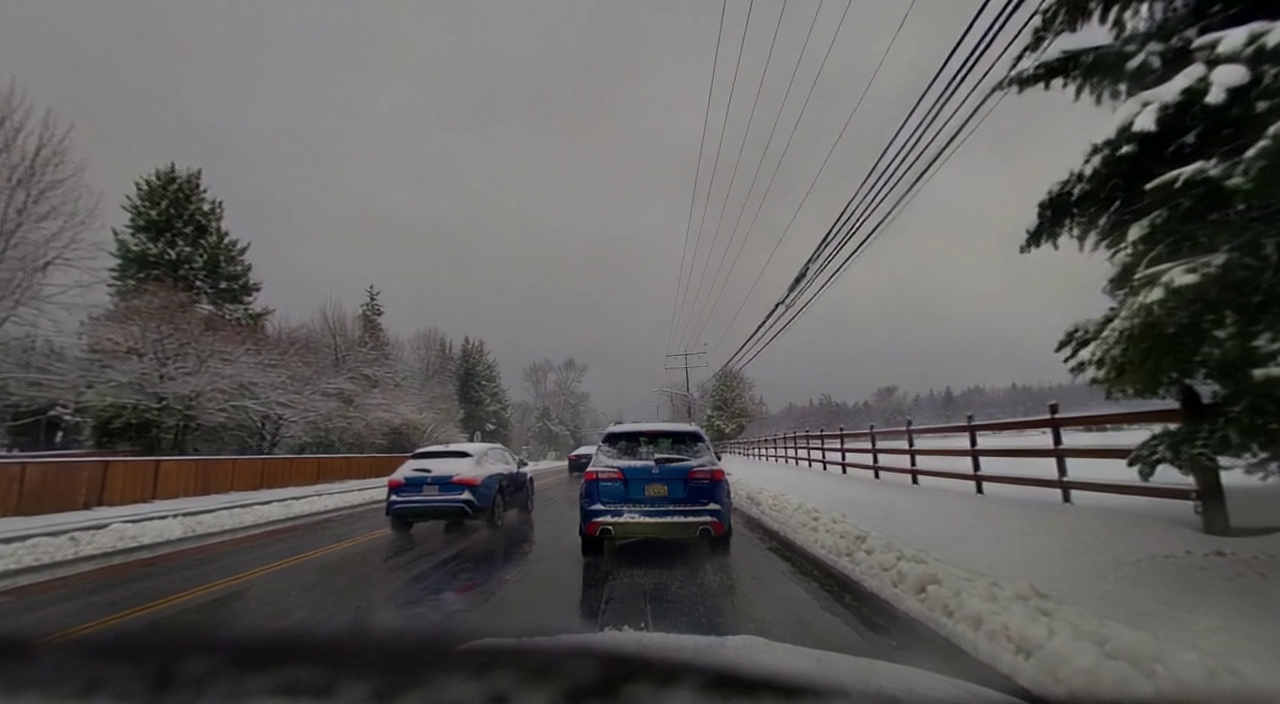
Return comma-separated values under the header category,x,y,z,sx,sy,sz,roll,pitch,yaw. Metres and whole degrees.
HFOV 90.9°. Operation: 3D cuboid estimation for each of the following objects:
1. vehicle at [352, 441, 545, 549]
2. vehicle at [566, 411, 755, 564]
category,x,y,z,sx,sy,sz,roll,pitch,yaw
vehicle,-2.992,2.306,10.866,1.979,1.489,4.006,0,-9,1
vehicle,0.233,1.878,9.404,2.174,1.749,4.113,0,-9,0
